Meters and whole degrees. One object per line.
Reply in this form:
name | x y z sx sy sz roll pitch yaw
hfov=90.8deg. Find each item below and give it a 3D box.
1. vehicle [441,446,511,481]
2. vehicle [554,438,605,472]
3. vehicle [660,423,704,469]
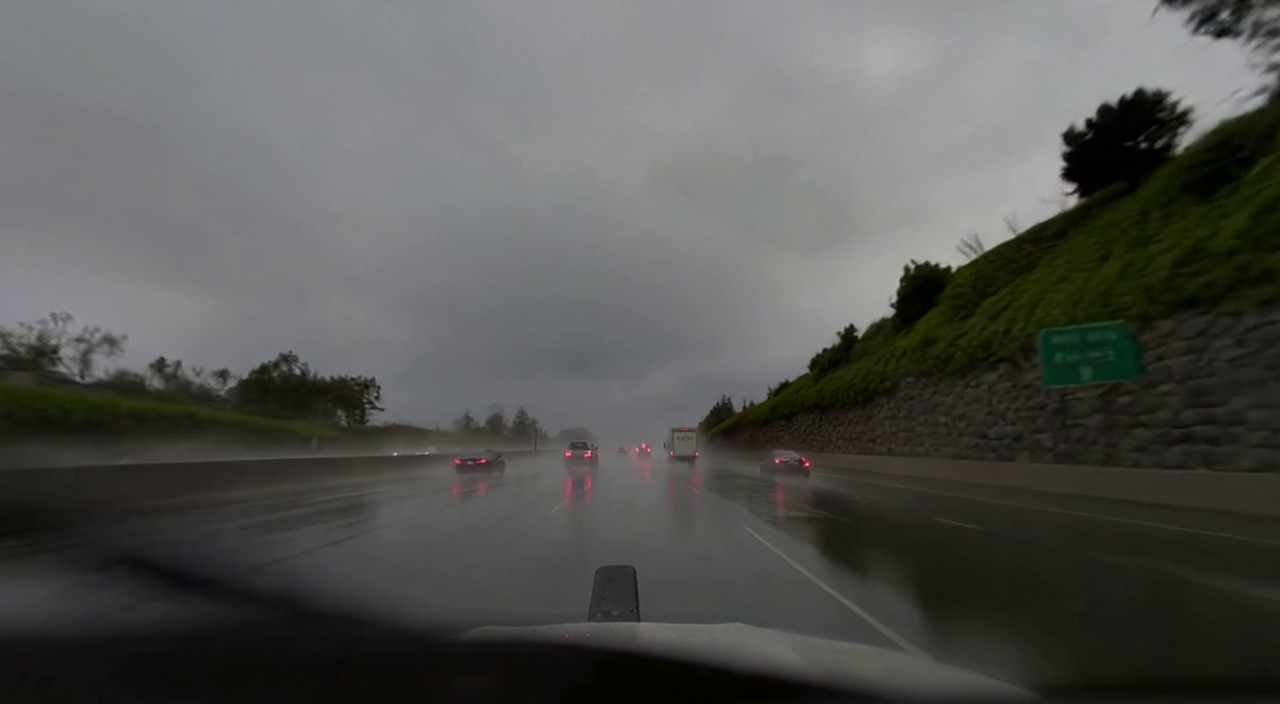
vehicle | -7.677 5.227 29.996 2.102 1.522 4.394 0 -9 0
vehicle | -3.859 6.698 41.232 2.720 2.041 5.432 0 -9 1
vehicle | 3.082 7.191 48.333 2.795 3.187 7.205 0 -9 0
